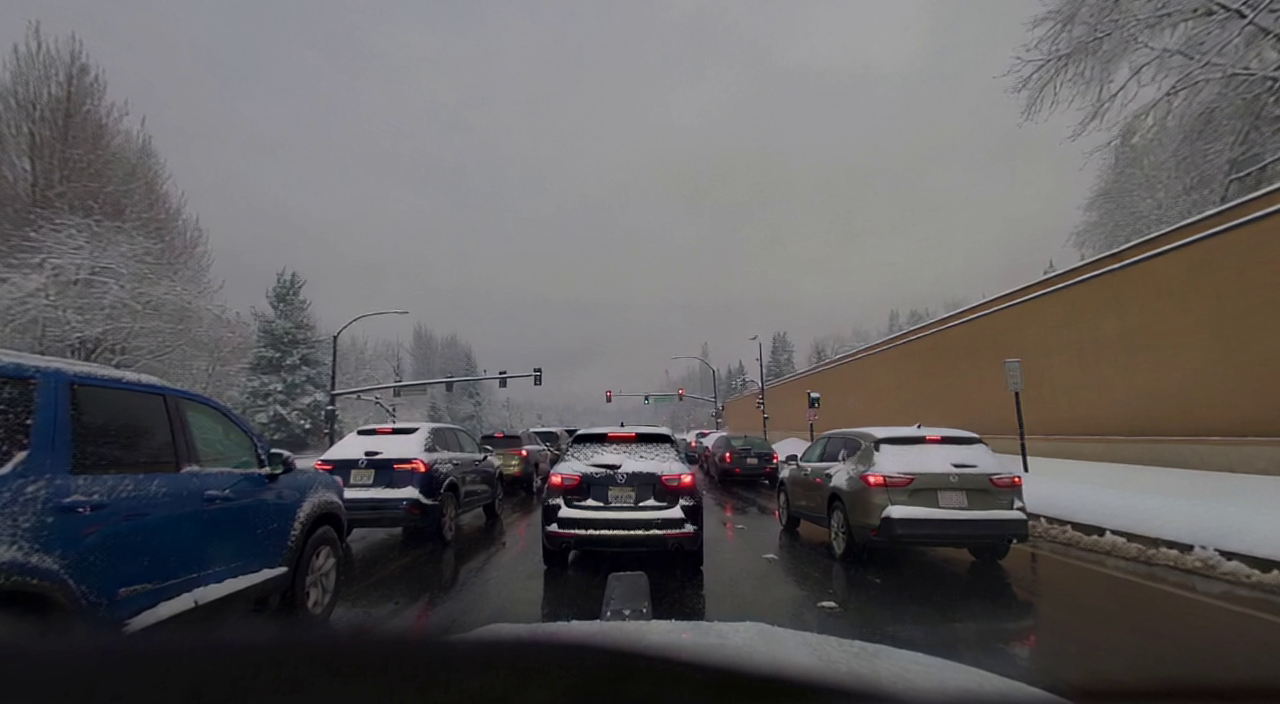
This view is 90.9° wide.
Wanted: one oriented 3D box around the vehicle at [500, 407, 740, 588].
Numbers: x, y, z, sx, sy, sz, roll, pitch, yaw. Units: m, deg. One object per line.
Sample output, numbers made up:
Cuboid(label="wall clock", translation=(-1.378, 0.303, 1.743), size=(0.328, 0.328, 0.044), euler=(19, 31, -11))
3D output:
Cuboid(label="vehicle", translation=(-0.156, 1.656, 7.945), size=(2.245, 1.677, 3.913), euler=(0, -8, 1))

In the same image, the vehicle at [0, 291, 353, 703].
Cuboid(label="vehicle", translation=(-3.520, 0.828, 3.110), size=(2.070, 1.913, 4.450), euler=(0, -8, 0))

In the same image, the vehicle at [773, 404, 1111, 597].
Cuboid(label="vehicle", translation=(3.139, 1.633, 7.799), size=(2.029, 1.702, 4.281), euler=(0, -8, 0))

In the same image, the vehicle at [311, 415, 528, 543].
Cuboid(label="vehicle", translation=(-3.492, 2.114, 11.155), size=(2.067, 1.759, 4.631), euler=(0, -8, 1))
